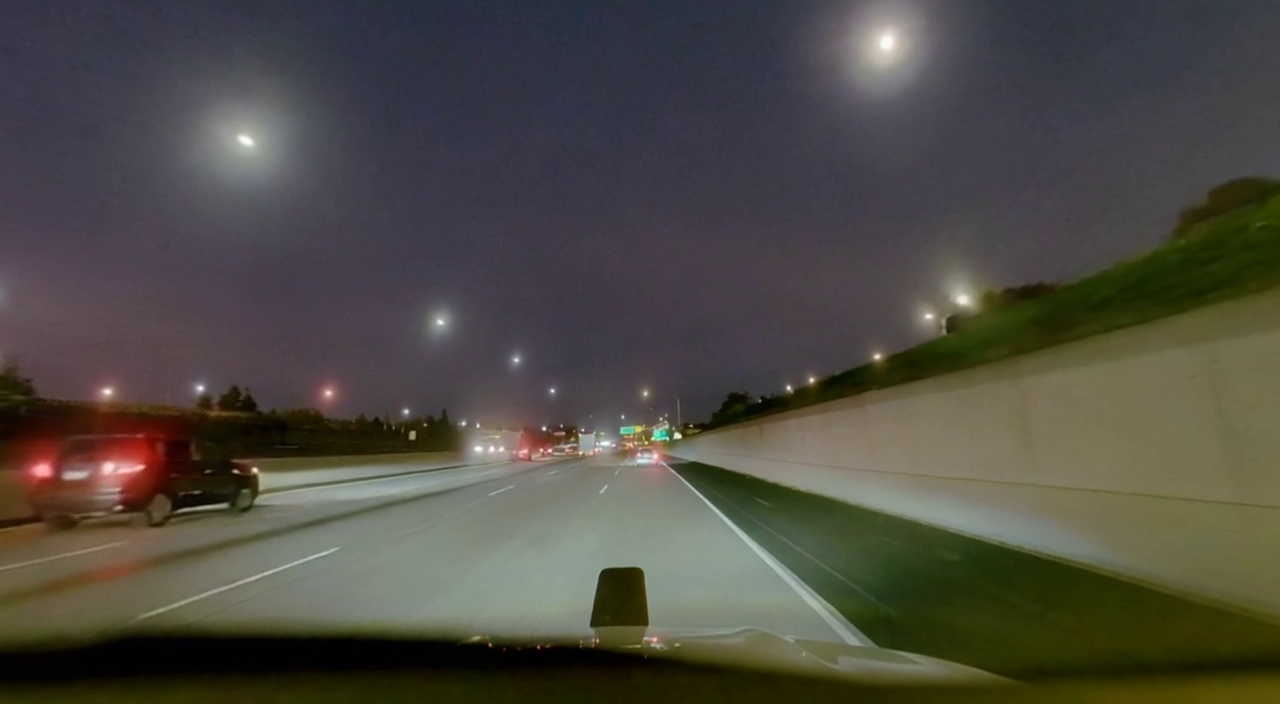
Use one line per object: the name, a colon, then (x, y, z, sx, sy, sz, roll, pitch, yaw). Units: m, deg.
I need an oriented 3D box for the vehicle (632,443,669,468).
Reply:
vehicle: (0.606, 6.318, 38.720, 2.137, 1.461, 3.999, 0, -8, 0)

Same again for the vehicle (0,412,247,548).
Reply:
vehicle: (-9.405, 2.055, 10.864, 2.246, 1.812, 4.740, 0, -8, -1)
